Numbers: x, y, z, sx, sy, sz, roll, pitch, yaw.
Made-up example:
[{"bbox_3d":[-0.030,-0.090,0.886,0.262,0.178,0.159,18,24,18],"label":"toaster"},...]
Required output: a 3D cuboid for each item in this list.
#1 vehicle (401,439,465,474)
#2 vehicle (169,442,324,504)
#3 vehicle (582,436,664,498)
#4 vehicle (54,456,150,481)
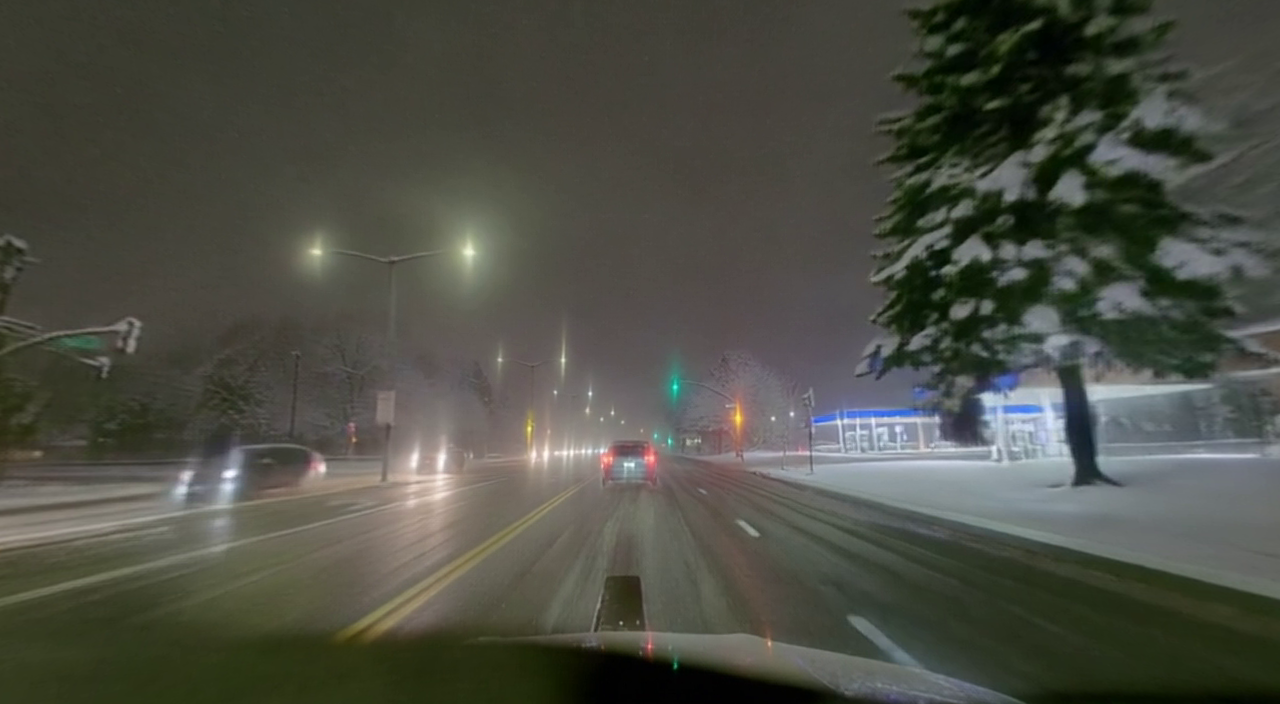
[{"bbox_3d":[-12.639,6.386,38.810,2.161,1.950,4.962,0,-8,1],"label":"vehicle"},{"bbox_3d":[-12.124,3.710,19.845,1.999,1.695,4.334,0,-9,1],"label":"vehicle"},{"bbox_3d":[-0.429,3.230,18.093,2.062,1.519,4.214,0,-8,0],"label":"vehicle"},{"bbox_3d":[-35.234,7.654,41.312,4.377,1.521,1.965,1,-8,-3],"label":"vehicle"}]
